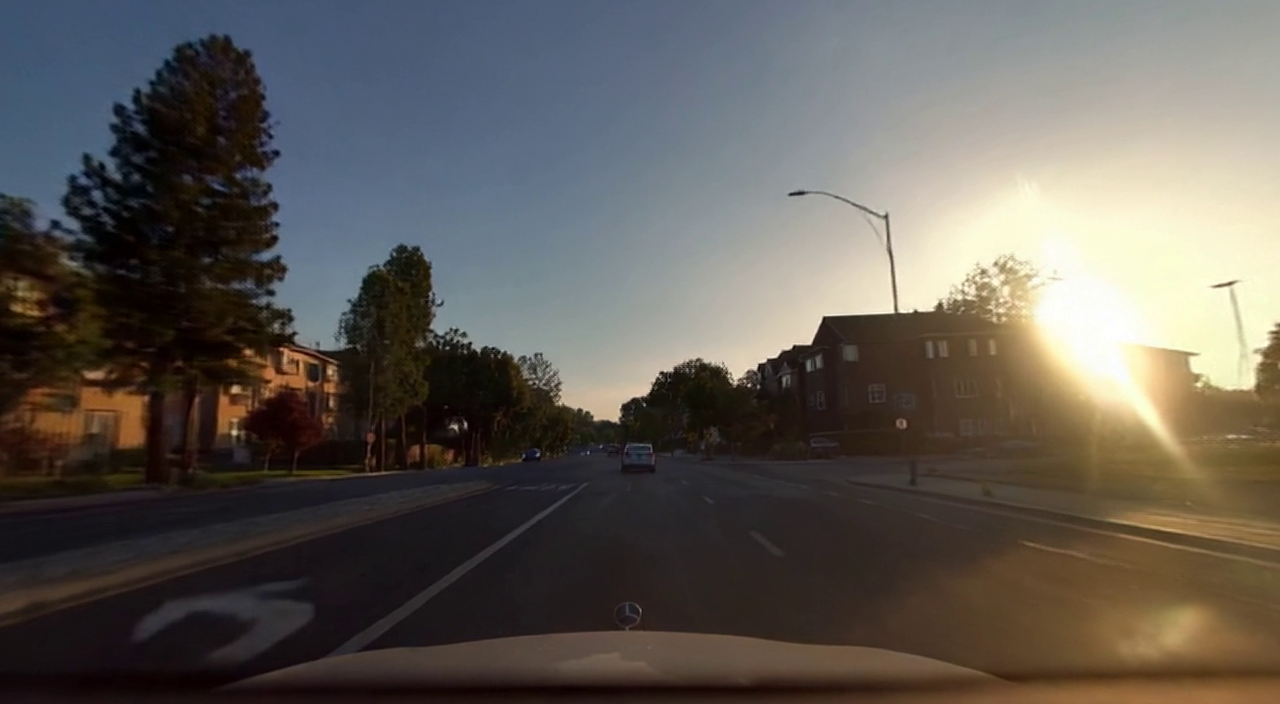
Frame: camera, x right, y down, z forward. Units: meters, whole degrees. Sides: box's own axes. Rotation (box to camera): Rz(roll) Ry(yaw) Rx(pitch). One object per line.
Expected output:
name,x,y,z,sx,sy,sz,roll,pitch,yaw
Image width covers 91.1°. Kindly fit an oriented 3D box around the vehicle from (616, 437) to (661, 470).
vehicle,-0.161,5.812,36.124,2.165,1.783,4.391,1,-9,-5
